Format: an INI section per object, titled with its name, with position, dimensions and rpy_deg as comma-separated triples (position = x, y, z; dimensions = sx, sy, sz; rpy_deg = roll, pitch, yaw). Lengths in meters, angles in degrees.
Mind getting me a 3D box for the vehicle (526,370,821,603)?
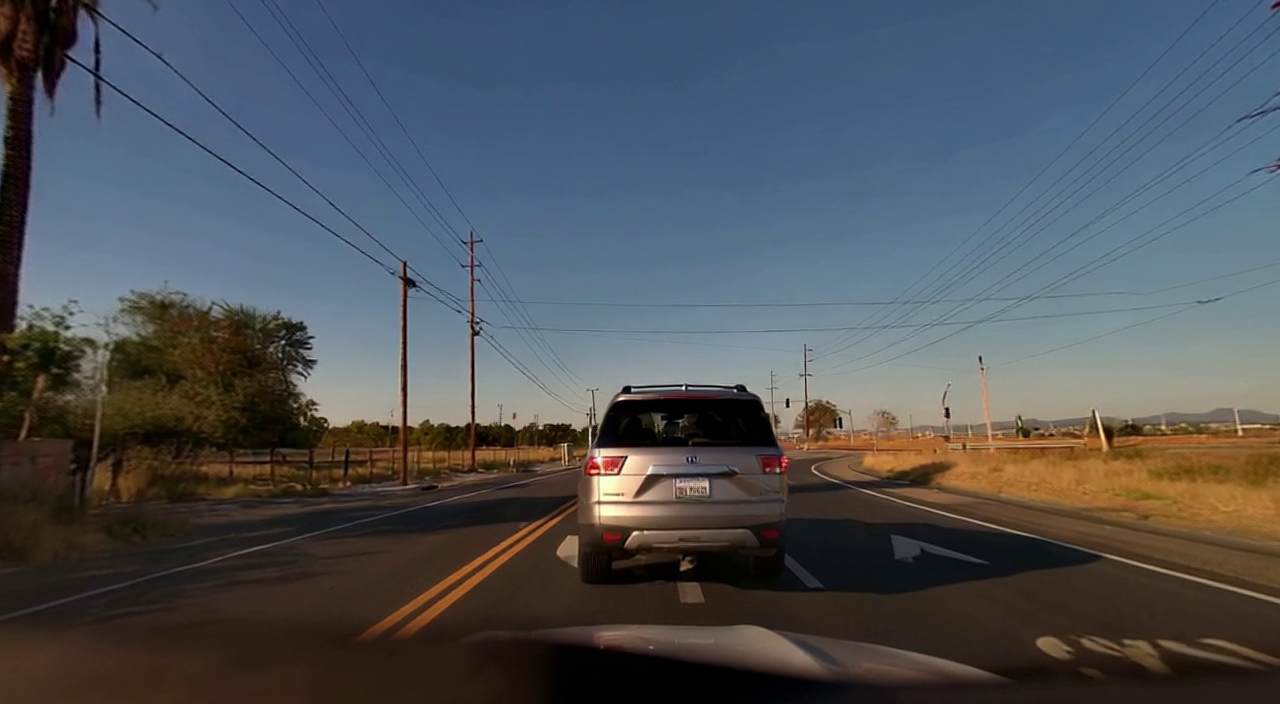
[vehicle]
position = 0.191, 1.412, 7.431
dimensions = 2.364, 1.859, 4.538
rpy_deg = 0, -9, -2
